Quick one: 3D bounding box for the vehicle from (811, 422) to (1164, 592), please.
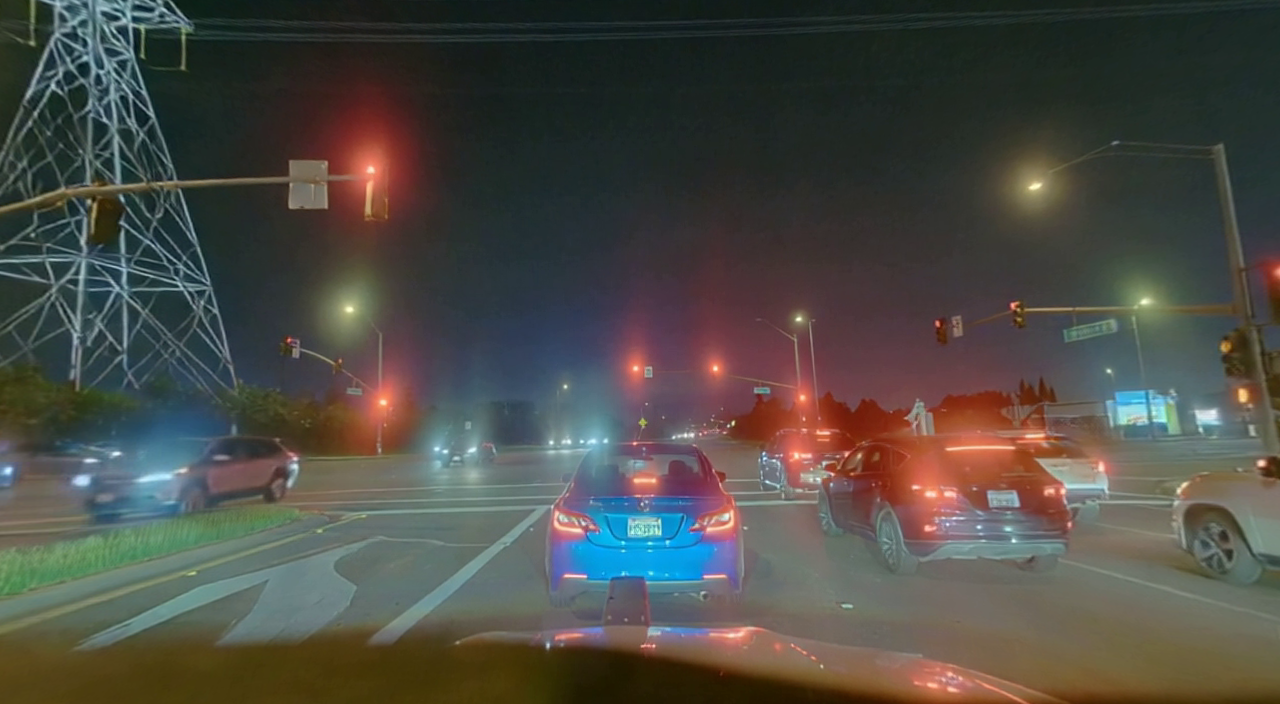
[{"bbox_3d":[3.656,1.682,7.720,1.835,1.473,4.190,0,-8,-2],"label":"vehicle"}]

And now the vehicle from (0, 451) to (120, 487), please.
[{"bbox_3d":[-25.908,5.113,27.765,4.263,1.464,1.895,0,-8,-1],"label":"vehicle"}]

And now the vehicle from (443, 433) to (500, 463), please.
[{"bbox_3d":[-9.306,5.358,35.168,1.910,1.537,4.123,-1,-8,3],"label":"vehicle"}]

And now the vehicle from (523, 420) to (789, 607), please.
[{"bbox_3d":[0.115,1.595,7.127,2.117,1.474,4.036,0,-8,0],"label":"vehicle"}]

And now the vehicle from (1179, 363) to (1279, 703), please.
[{"bbox_3d":[3.409,0.587,0.625,1.926,1.614,4.330,0,-8,1],"label":"vehicle"}]

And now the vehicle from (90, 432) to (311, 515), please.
[{"bbox_3d":[-9.782,2.714,14.582,1.910,1.597,4.334,0,-8,1],"label":"vehicle"}]
